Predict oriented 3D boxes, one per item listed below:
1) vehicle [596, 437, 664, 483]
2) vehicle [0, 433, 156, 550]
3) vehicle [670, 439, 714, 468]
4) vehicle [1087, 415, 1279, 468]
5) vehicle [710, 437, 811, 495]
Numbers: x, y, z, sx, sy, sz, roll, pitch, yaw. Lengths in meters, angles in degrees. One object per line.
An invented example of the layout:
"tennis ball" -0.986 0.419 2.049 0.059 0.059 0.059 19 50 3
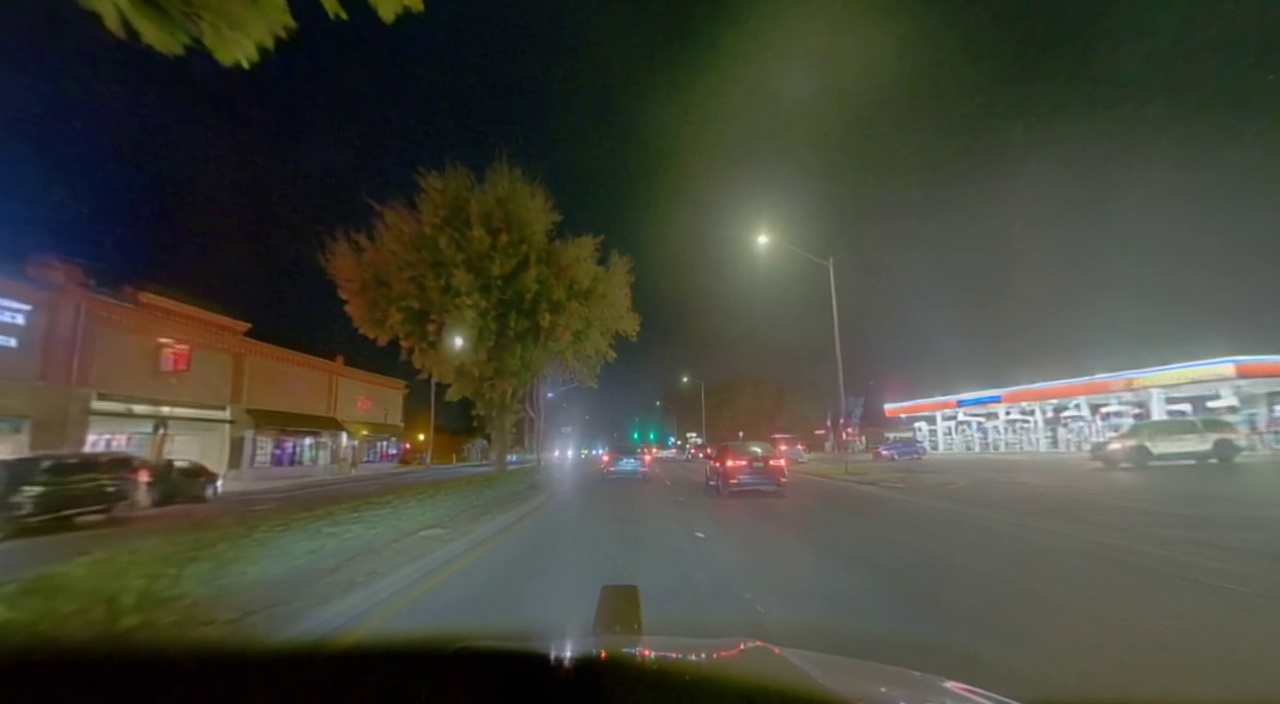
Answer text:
"vehicle" -0.363 3.899 23.210 2.232 1.508 4.319 0 -8 -1
"vehicle" -11.060 2.288 10.564 2.233 1.799 4.700 0 -8 -1
"vehicle" 2.902 5.775 36.165 2.098 1.527 3.966 0 -8 -2
"vehicle" 19.159 3.175 22.361 4.948 1.733 2.296 0 -8 -1
"vehicle" 3.376 3.268 18.564 2.060 1.471 4.168 0 -8 -1
